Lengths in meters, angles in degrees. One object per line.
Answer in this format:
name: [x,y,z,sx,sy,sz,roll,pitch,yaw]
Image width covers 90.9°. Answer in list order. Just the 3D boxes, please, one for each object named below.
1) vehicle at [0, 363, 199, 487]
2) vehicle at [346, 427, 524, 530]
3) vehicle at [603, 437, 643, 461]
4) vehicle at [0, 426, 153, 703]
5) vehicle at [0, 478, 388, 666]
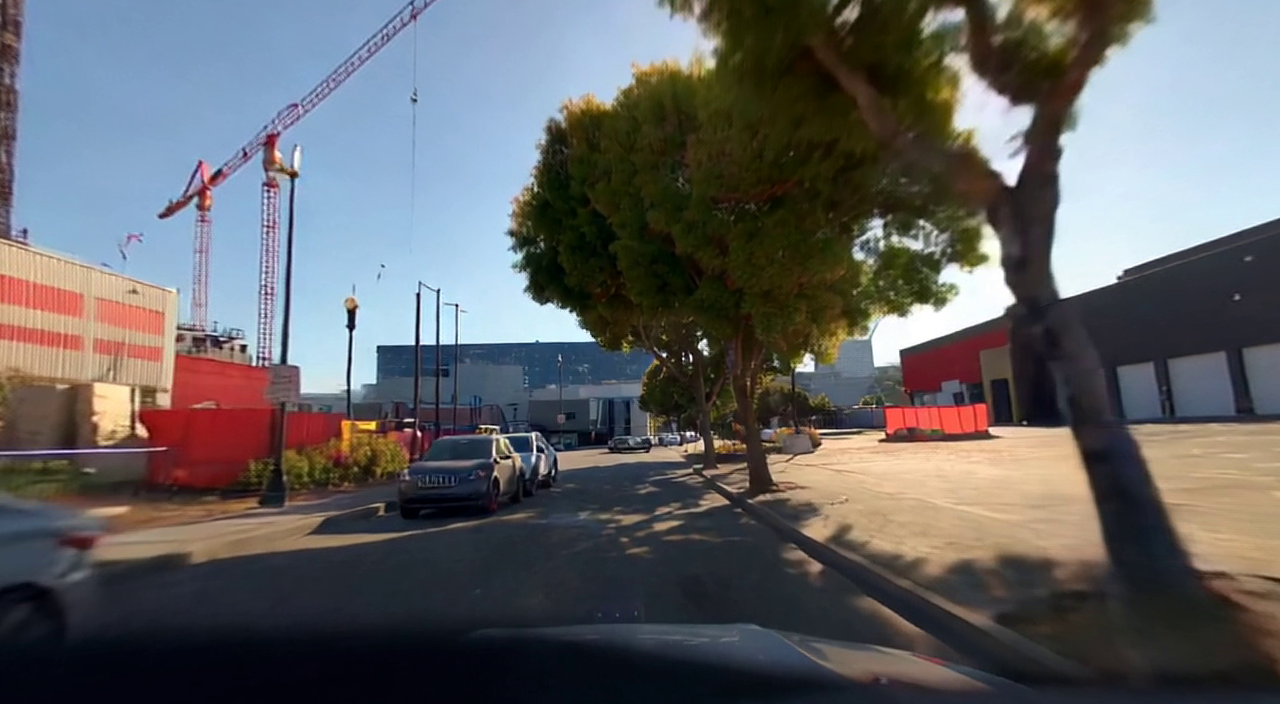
vehicle: [-13.602,1.636,13.981,6.039,2.449,2.273,-1,-8,5]
vehicle: [-3.708,2.330,12.317,1.980,1.635,4.153,0,-8,1]
vehicle: [-1.169,7.036,45.851,1.967,1.646,4.192,-2,-8,11]
vehicle: [-3.911,0.900,1.532,1.948,1.460,4.394,0,-8,0]
vehicle: [-3.977,1.817,5.957,1.741,0.964,3.497,-1,-7,0]
